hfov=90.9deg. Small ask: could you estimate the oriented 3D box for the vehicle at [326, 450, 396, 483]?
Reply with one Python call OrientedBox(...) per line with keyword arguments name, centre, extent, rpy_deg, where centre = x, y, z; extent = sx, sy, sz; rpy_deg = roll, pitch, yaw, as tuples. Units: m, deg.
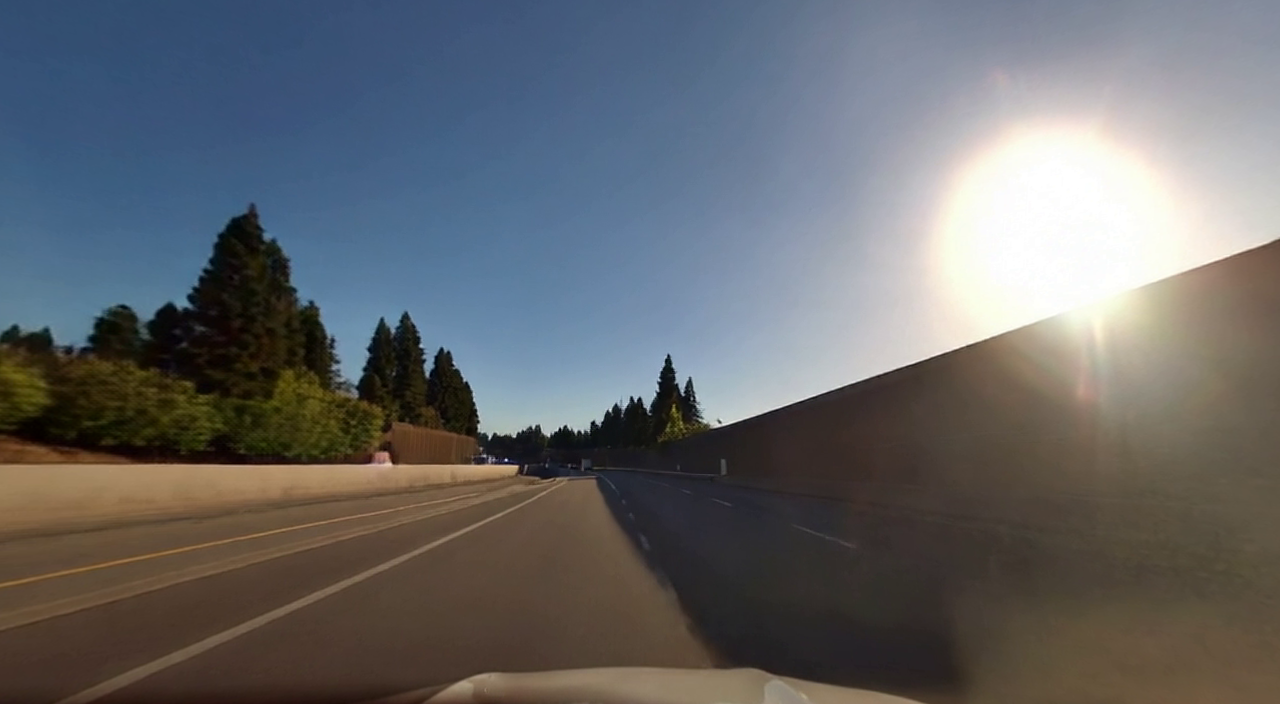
OrientedBox(name="vehicle", centre=(-13.438, 5.555, 30.611), extent=(1.784, 1.447, 3.731), rpy_deg=(1, -10, -2))
